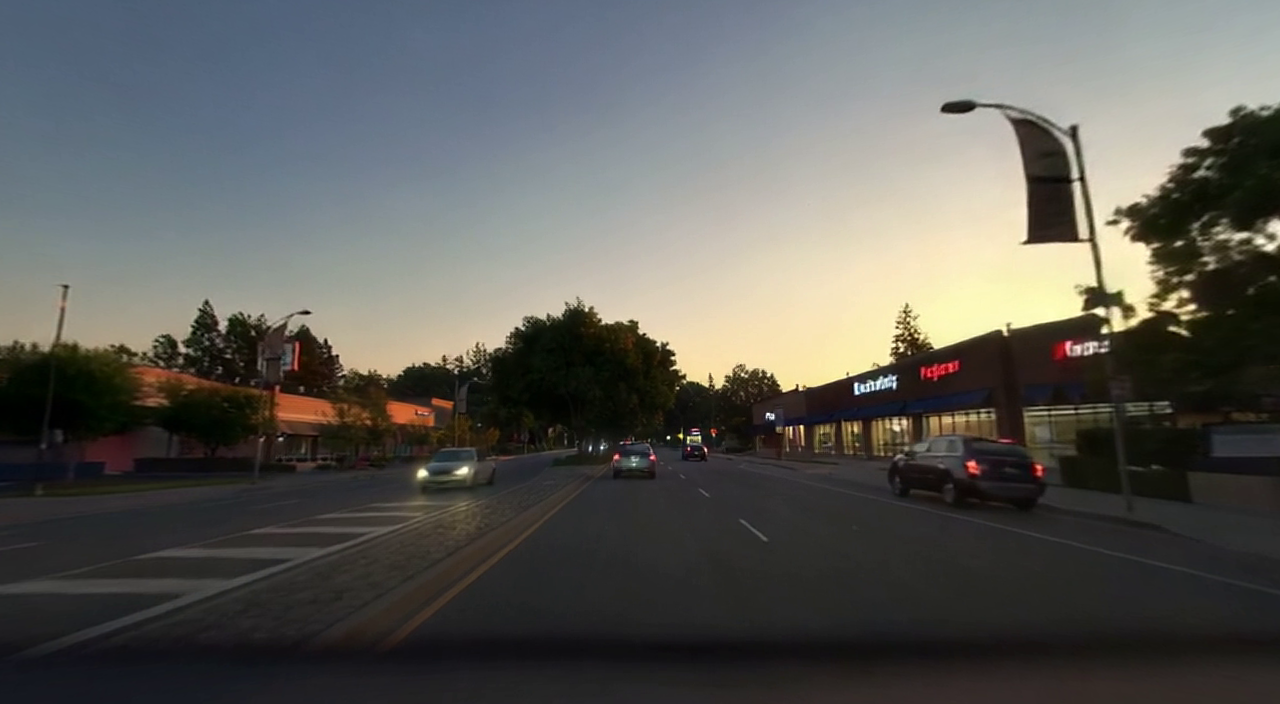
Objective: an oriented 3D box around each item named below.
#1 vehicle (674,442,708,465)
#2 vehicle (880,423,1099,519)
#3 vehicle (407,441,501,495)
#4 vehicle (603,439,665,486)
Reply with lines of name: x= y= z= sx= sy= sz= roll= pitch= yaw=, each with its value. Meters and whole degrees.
vehicle: x=3.525 y=7.089 z=44.319 sx=1.910 sy=1.474 sz=4.003 roll=0 pitch=-9 yaw=-1
vehicle: x=7.600 y=2.641 z=14.597 sx=2.165 sy=1.787 sz=5.231 roll=-1 pitch=-9 yaw=2
vehicle: x=-5.891 y=3.693 z=20.537 sx=1.999 sy=1.531 sz=4.011 roll=0 pitch=-9 yaw=-3
vehicle: x=-0.231 y=3.849 z=22.308 sx=2.006 sy=1.487 sz=3.535 roll=0 pitch=-9 yaw=-1
